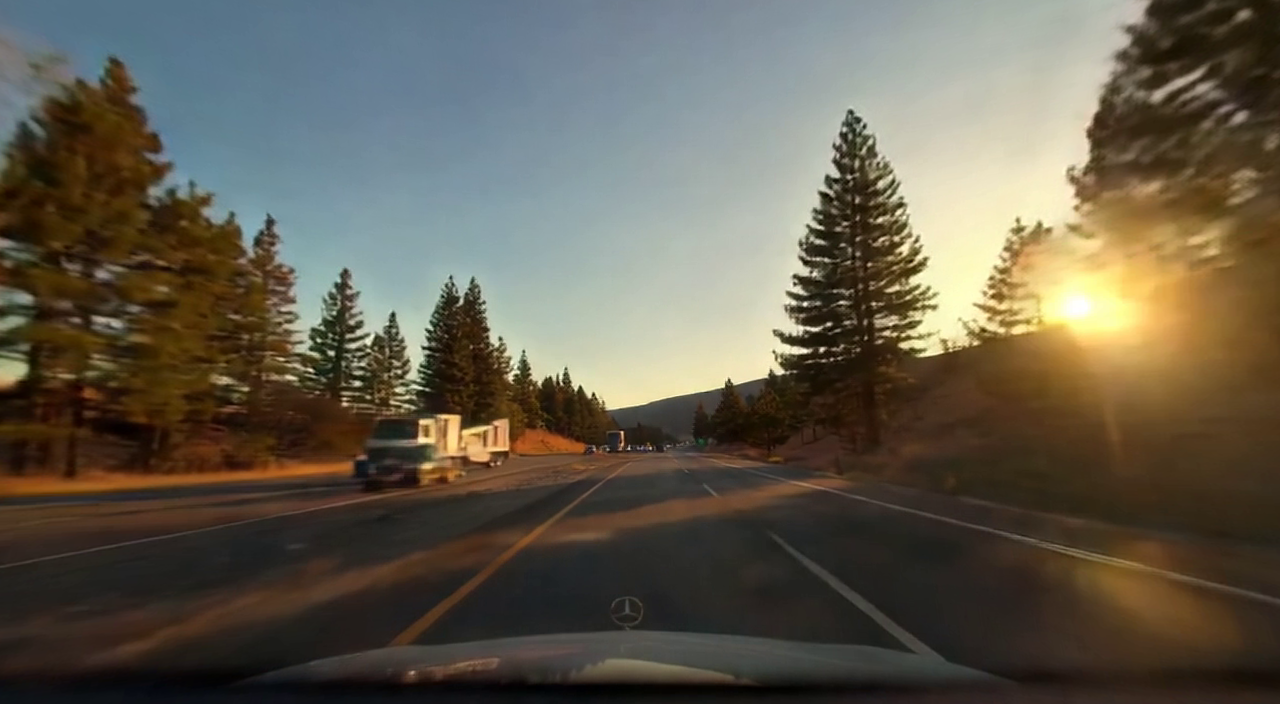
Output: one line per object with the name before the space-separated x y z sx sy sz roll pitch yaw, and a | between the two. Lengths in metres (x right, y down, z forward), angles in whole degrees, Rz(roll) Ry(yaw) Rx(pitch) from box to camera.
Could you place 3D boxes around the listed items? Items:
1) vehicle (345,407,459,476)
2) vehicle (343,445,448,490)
vehicle | -12.982 5.044 35.381 2.946 3.349 8.320 0 -8 1
vehicle | -8.823 4.183 23.279 1.932 1.463 4.687 0 -8 1
